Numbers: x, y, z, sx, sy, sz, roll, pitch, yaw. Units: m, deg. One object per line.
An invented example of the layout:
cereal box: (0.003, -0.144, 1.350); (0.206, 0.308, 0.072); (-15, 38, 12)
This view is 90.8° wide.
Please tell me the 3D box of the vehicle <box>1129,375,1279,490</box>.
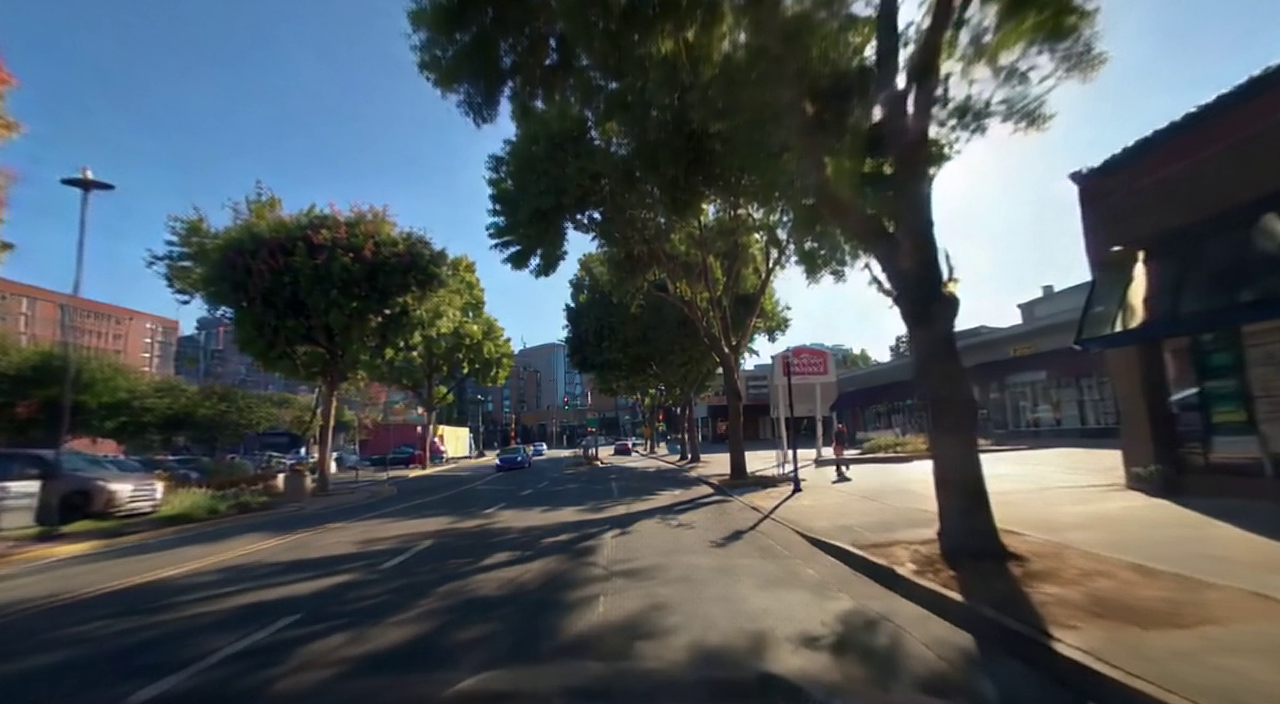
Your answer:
vehicle: (12.620, 1.636, 12.683); (2.112, 2.050, 4.327); (0, -8, 2)

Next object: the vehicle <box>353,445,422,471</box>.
vehicle: (-18.009, 7.545, 45.260); (2.101, 1.721, 4.587); (-3, -9, 18)

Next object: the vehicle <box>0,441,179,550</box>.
vehicle: (-12.809, 2.987, 13.819); (2.000, 2.008, 4.287); (-1, -8, 3)

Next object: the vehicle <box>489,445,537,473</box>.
vehicle: (-7.360, 6.214, 36.991); (1.899, 1.517, 4.384); (0, -8, -1)

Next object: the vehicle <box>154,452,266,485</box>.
vehicle: (-21.845, 5.911, 32.335); (1.928, 1.490, 4.462); (-4, -9, 16)
